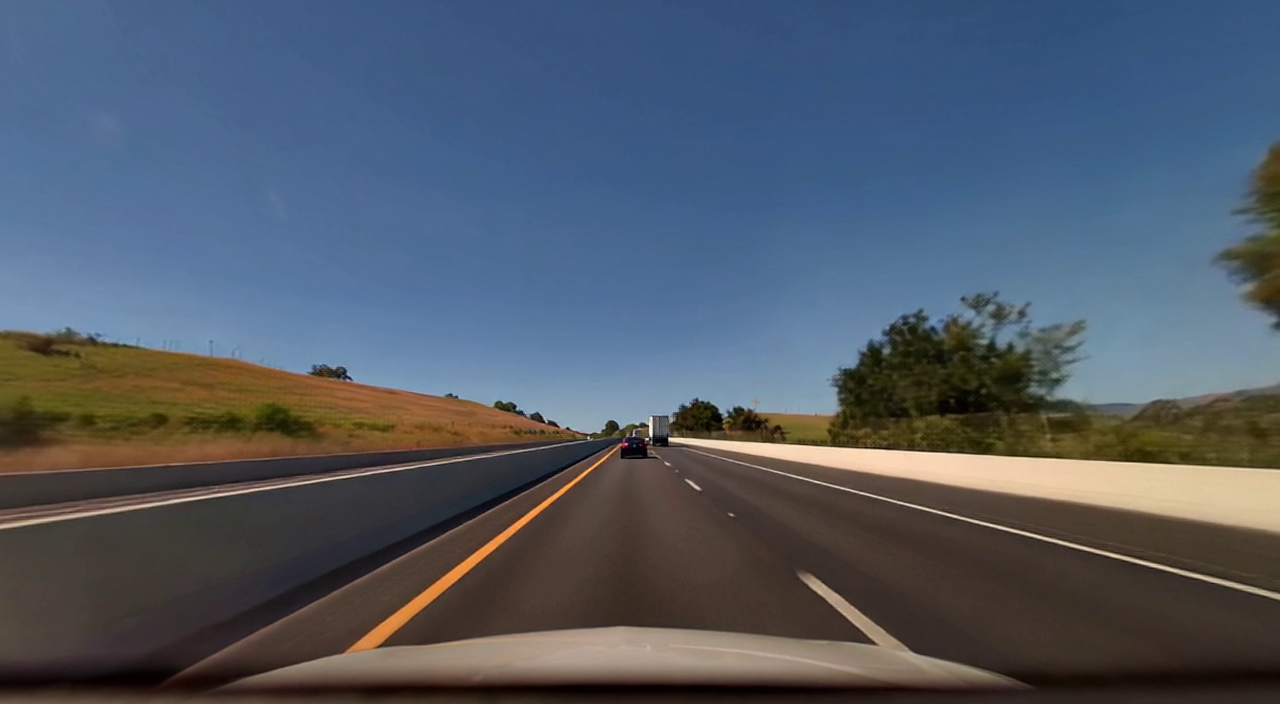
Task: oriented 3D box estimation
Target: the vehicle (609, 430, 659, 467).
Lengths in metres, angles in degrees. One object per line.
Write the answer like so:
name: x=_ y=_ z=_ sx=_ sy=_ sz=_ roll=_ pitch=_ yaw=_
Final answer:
vehicle: x=-0.313 y=4.619 z=30.317 sx=2.216 sy=1.623 sz=4.220 roll=0 pitch=-8 yaw=-1
